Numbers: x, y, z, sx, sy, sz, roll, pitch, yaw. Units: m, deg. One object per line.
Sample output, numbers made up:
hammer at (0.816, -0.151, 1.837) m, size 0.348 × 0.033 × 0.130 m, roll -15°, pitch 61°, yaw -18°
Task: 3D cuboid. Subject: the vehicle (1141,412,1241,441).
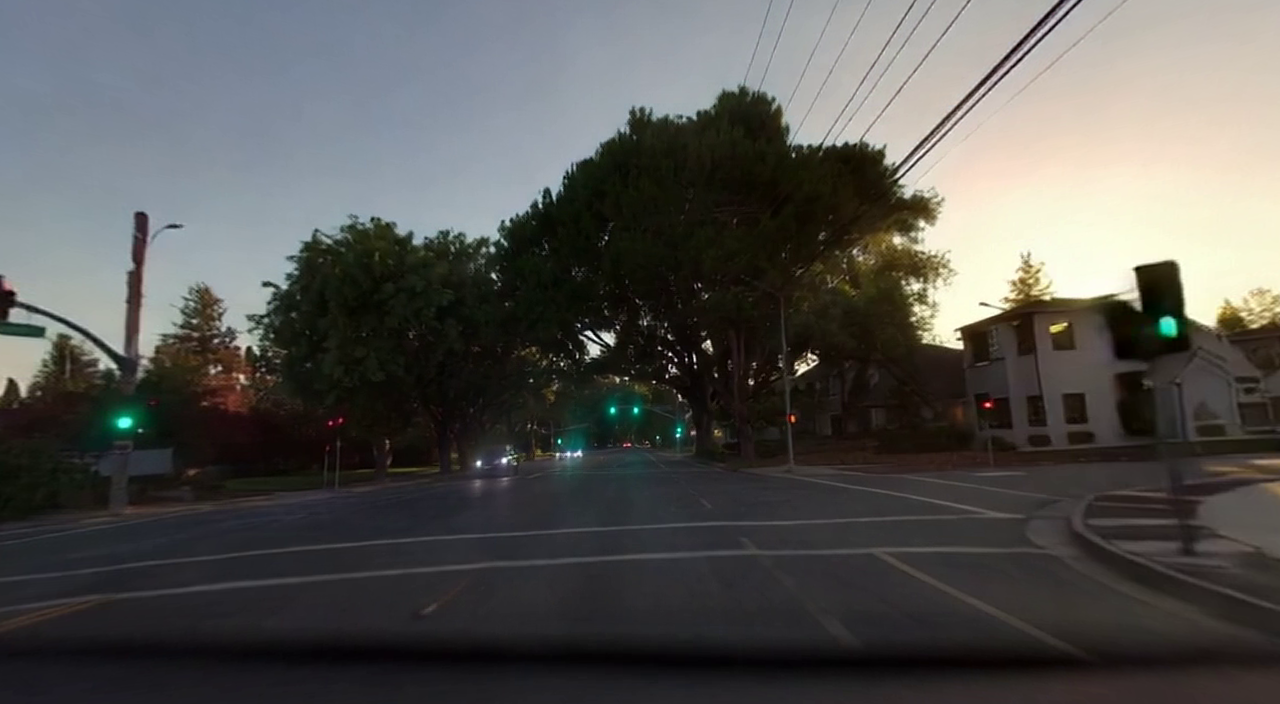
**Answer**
vehicle at (34.242, 4.720, 39.430) m, size 2.031 × 1.661 × 4.509 m, roll 1°, pitch -8°, yaw -3°
